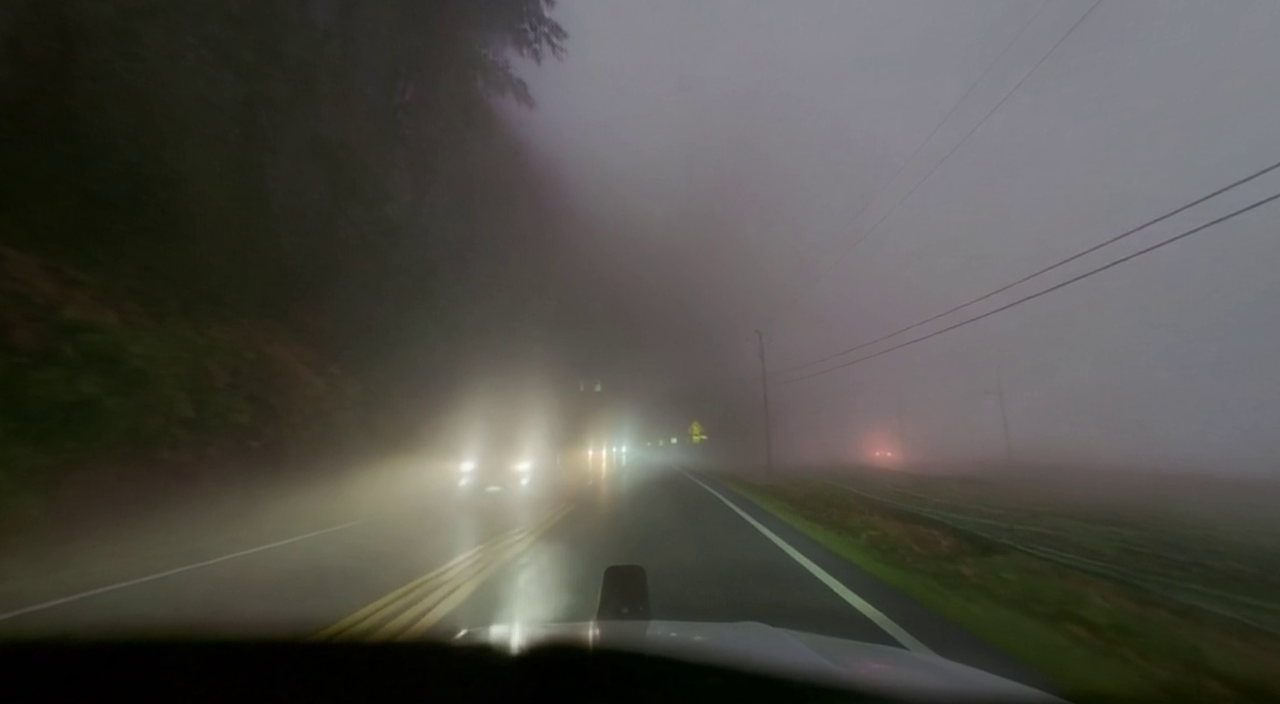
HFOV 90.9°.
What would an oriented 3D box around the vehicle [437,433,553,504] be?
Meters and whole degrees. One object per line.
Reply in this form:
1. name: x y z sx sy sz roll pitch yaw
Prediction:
1. vehicle: -3.922 3.239 18.085 2.007 1.726 5.097 0 -8 2
